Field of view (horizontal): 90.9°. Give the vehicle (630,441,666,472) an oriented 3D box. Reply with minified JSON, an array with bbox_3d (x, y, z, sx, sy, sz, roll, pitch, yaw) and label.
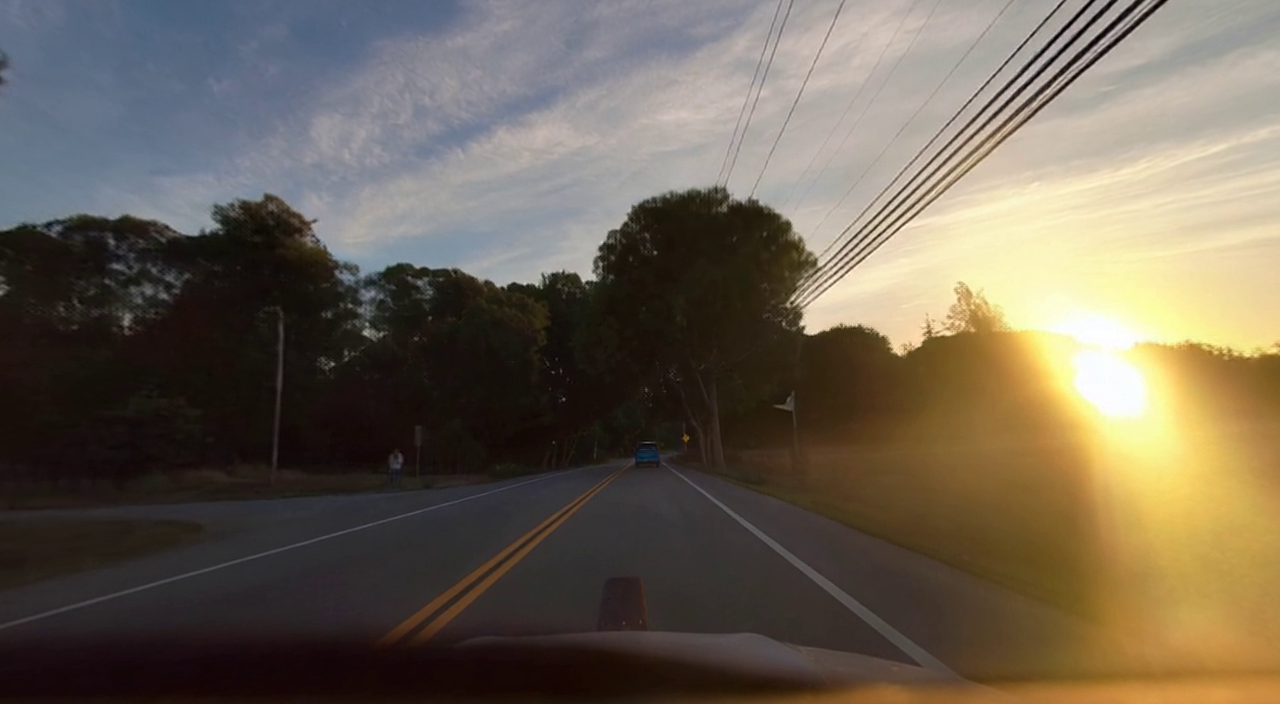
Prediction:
[{"bbox_3d":[0.527,7.545,45.741,2.468,2.056,4.422,0,-9,0],"label":"vehicle"}]
